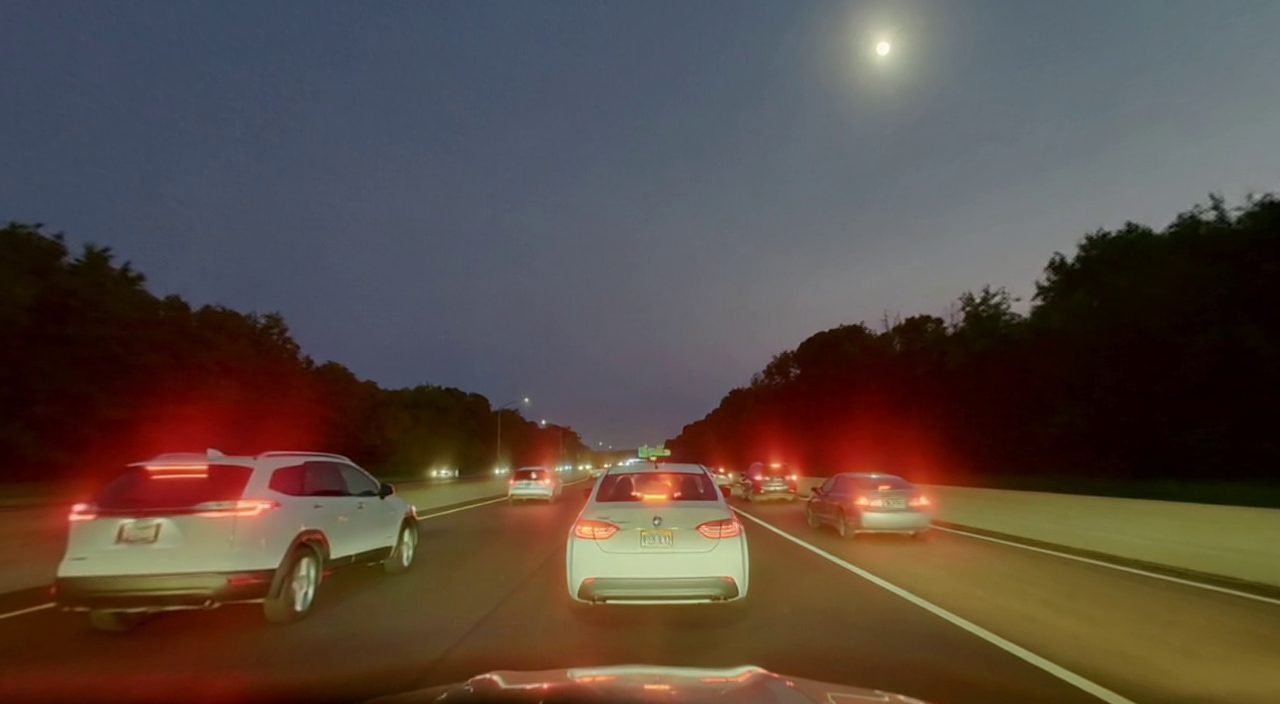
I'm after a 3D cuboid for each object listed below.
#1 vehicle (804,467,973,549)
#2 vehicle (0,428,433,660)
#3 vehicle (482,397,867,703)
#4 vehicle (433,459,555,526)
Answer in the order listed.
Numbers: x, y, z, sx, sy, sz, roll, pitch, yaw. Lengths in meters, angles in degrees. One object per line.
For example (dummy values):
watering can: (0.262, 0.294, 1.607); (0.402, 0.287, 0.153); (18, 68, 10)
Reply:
vehicle: (4.915, 3.138, 13.198); (1.870, 1.382, 4.287); (0, -11, 1)
vehicle: (-3.910, 1.714, 6.536); (1.994, 1.556, 4.263); (0, -11, 1)
vehicle: (0.150, 1.498, 5.533); (2.057, 1.725, 4.126); (1, -11, -1)
vehicle: (-3.680, 3.666, 16.862); (1.960, 1.502, 4.593); (0, -11, 3)
